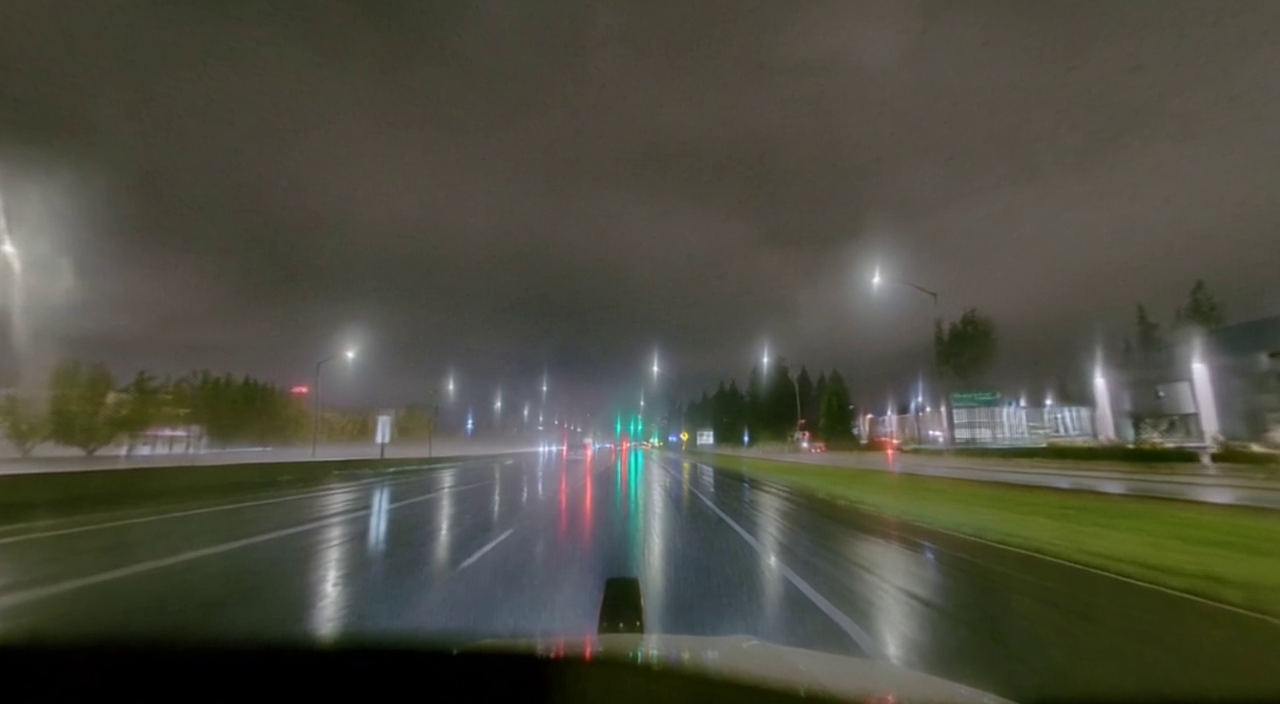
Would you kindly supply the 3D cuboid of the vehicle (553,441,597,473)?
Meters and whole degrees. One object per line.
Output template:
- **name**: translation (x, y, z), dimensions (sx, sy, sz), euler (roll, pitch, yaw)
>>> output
- **vehicle**: translation (-3.872, 6.348, 38.423), dimensions (2.150, 1.761, 4.697), euler (0, -8, 0)
